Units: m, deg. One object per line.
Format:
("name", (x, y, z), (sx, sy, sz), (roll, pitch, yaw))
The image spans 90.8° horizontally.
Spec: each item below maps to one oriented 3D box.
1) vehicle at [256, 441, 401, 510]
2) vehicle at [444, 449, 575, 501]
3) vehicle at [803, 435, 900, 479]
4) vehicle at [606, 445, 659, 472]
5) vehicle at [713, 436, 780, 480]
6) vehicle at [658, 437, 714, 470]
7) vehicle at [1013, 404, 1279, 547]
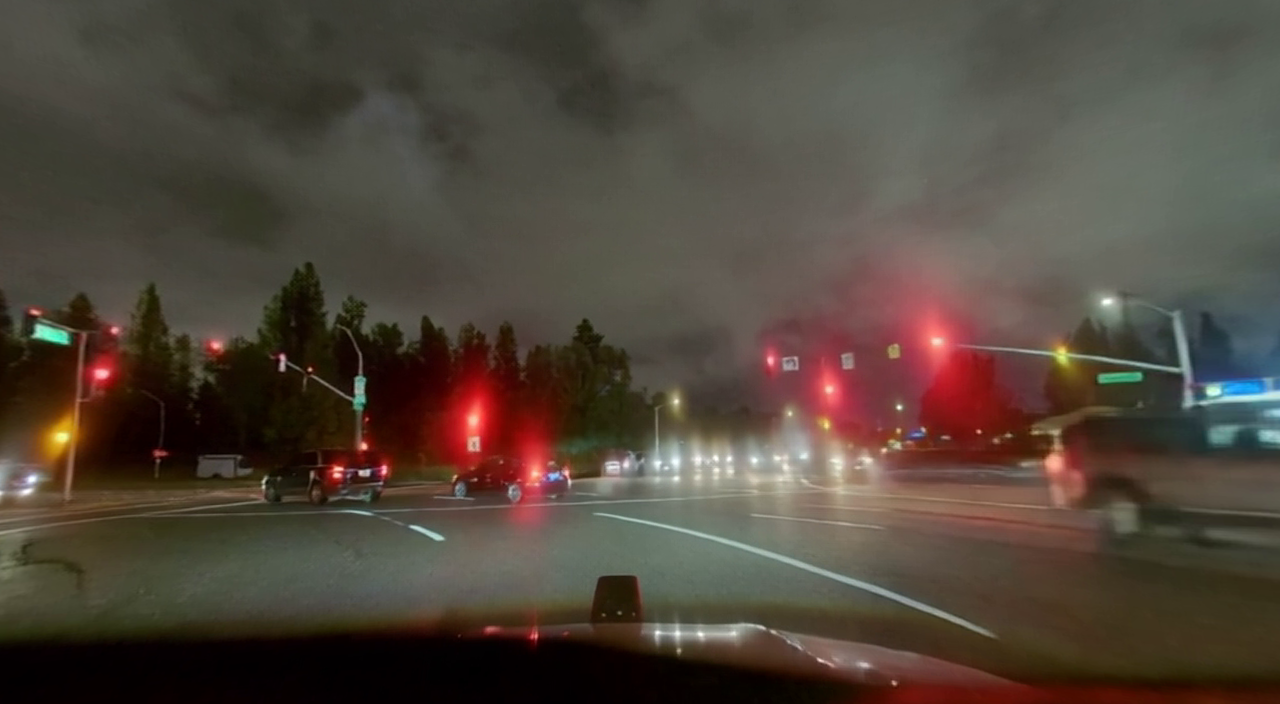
("vehicle", (-9.443, 3.639, 19.029), (4.616, 1.733, 2.351), (-9, -11, 42))
("vehicle", (-4.359, 3.956, 20.683), (1.965, 1.460, 4.581), (8, -13, -44))
("vehicle", (8.334, 4.202, 25.387), (1.976, 1.573, 4.543), (0, -9, -5))
("vehicle", (-0.422, 6.687, 39.876), (2.210, 1.542, 4.501), (-4, -10, 14))
("vehicle", (4.290, 4.367, 26.121), (2.126, 1.626, 4.585), (-1, -9, 2))
("vehicle", (3.013, 6.402, 39.894), (2.517, 1.875, 5.774), (-3, -9, 14))
("vehicle", (8.638, 1.830, 9.690), (2.016, 1.828, 4.503), (4, -10, -26))
